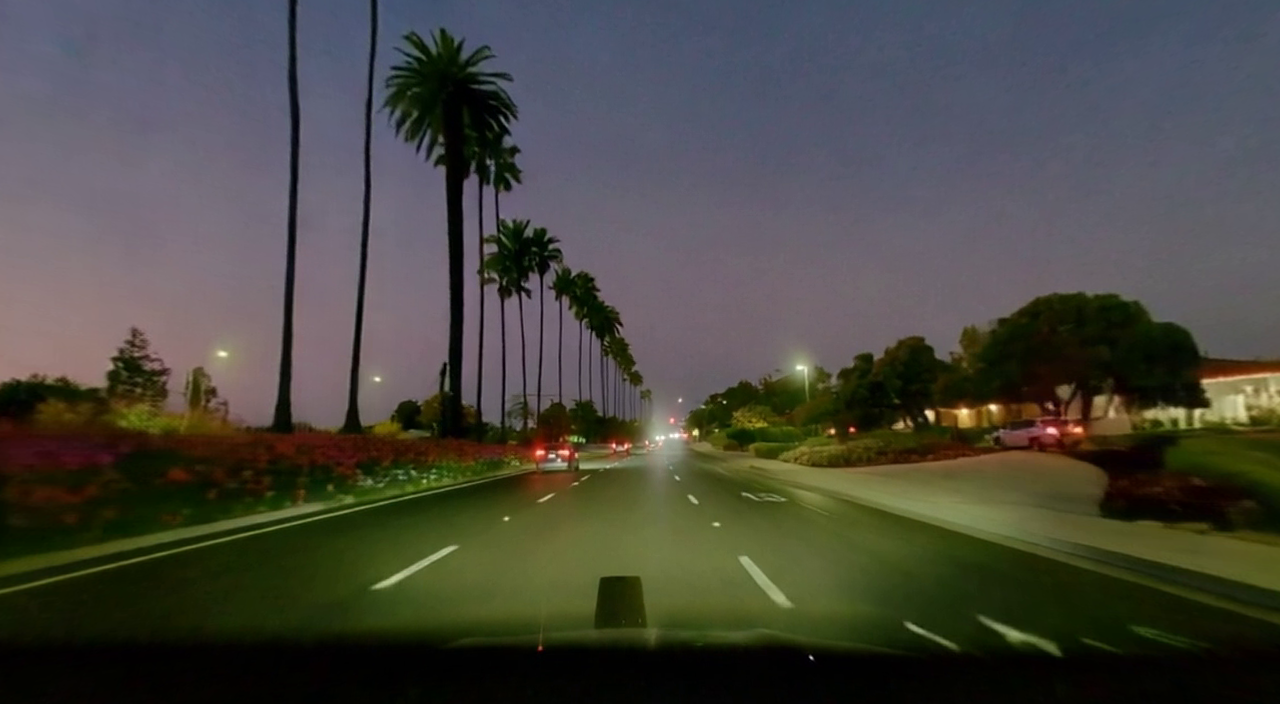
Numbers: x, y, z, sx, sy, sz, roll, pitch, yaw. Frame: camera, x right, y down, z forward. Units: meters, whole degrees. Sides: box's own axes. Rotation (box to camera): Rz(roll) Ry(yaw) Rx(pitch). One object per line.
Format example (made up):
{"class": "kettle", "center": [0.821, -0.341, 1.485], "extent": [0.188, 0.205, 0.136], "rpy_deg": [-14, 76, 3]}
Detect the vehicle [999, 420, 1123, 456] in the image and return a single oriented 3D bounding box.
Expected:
{"class": "vehicle", "center": [19.799, 4.062, 29.695], "extent": [4.364, 1.609, 1.917], "rpy_deg": [-1, -8, 8]}

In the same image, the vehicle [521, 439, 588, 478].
{"class": "vehicle", "center": [-3.473, 4.415, 26.402], "extent": [2.036, 1.478, 4.508], "rpy_deg": [0, -8, 2]}
